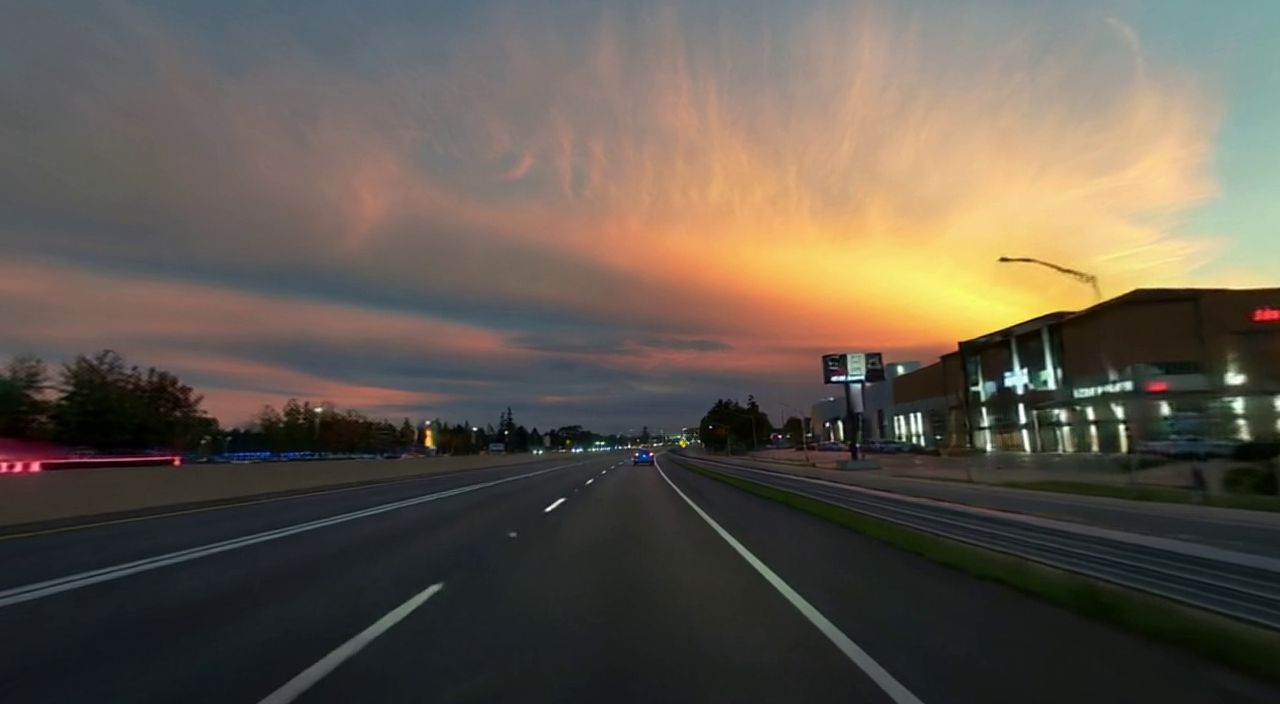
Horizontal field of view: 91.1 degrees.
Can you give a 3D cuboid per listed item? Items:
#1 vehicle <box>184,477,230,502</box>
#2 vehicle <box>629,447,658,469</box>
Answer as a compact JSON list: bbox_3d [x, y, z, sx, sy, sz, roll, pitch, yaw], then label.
[{"bbox_3d":[-29.986,9.502,43.642,1.803,1.413,4.306,4,-10,-24],"label":"vehicle"},{"bbox_3d":[0.281,7.689,45.769,2.014,1.507,3.960,0,-9,0],"label":"vehicle"}]
